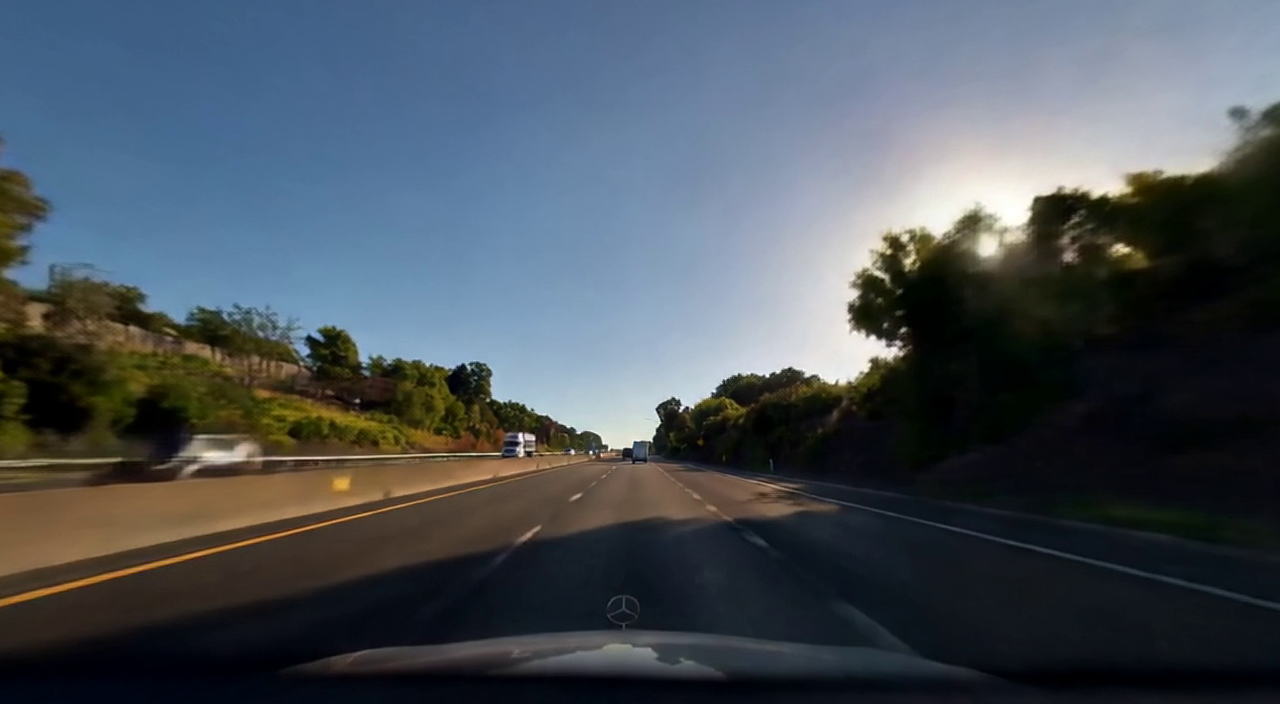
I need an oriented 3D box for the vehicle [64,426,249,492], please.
[{"bbox_3d":[-15.169,3.408,20.239,2.039,1.831,4.817,0,-9,0],"label":"vehicle"}]
